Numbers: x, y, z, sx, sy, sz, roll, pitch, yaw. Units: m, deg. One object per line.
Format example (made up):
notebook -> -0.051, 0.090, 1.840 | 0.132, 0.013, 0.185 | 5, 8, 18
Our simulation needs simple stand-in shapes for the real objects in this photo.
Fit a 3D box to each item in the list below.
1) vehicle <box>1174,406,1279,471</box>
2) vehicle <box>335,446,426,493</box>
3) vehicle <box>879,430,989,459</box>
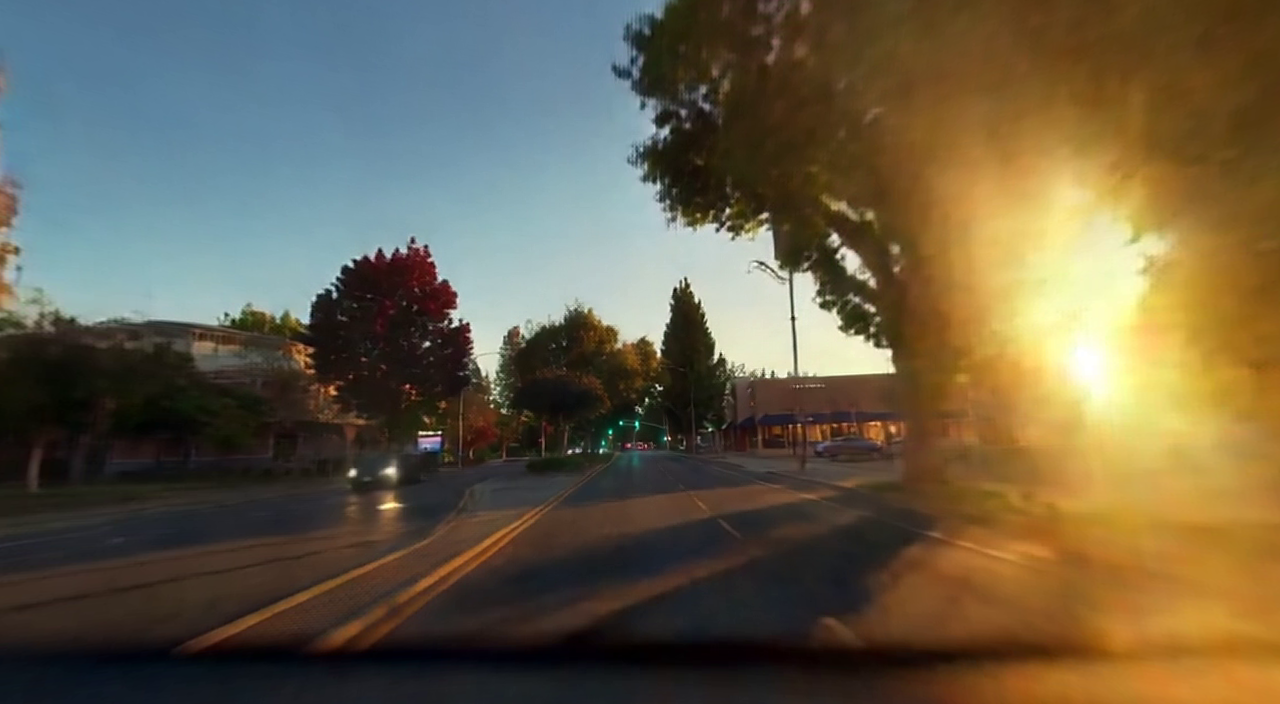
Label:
vehicle -> 16.246, 2.146, 15.534 | 4.241, 1.472, 2.066 | 0, -9, -3
vehicle -> -10.986, 4.956, 27.056 | 2.031, 1.674, 4.573 | -4, -8, -1
vehicle -> 16.368, 5.189, 35.246 | 5.124, 1.541, 2.070 | 0, -10, -1
